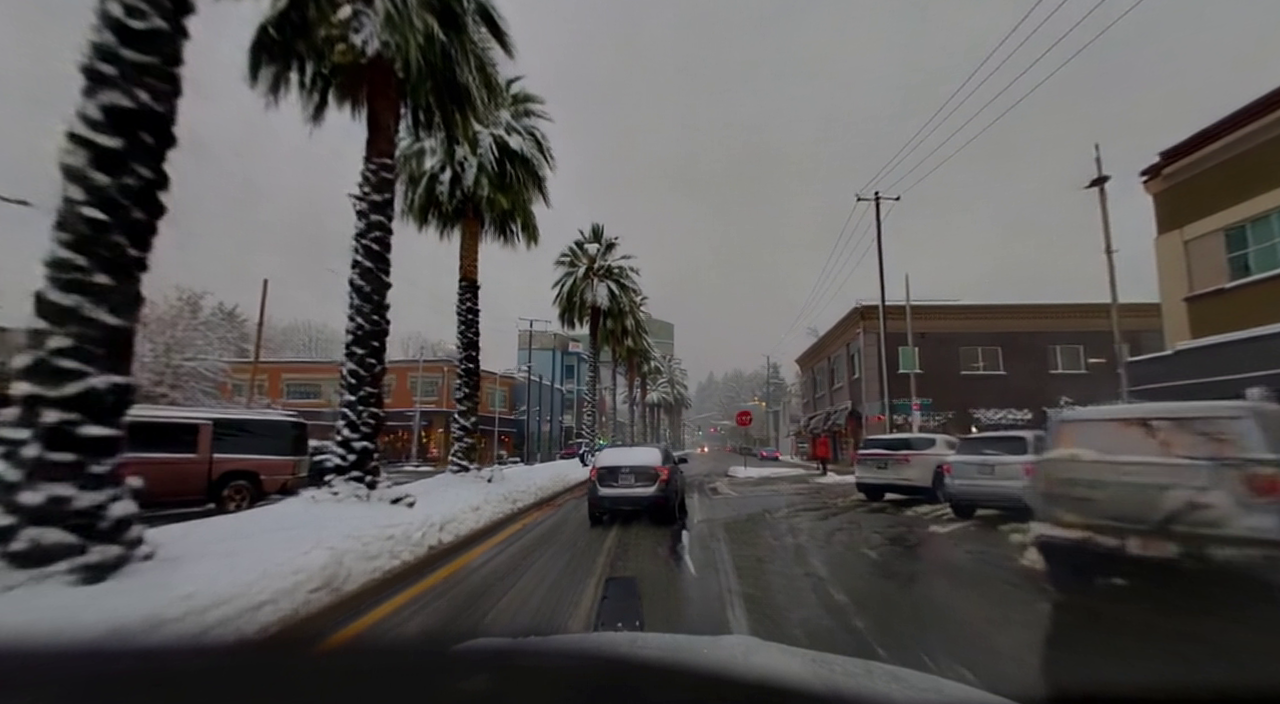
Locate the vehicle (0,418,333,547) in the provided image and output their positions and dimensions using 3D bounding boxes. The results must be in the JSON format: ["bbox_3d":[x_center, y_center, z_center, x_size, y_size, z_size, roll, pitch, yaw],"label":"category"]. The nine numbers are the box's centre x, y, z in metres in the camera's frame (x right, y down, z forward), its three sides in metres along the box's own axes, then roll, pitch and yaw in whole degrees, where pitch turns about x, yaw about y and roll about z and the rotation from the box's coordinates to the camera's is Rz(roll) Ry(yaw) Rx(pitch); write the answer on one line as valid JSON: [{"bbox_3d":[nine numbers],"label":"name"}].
[{"bbox_3d":[-10.141,2.363,12.269,6.873,2.051,2.823,7,-10,-44],"label":"vehicle"}]

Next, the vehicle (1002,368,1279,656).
[{"bbox_3d":[5.602,1.244,5.699,5.021,1.721,2.244,7,-11,-38],"label":"vehicle"}]

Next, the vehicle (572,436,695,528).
[{"bbox_3d":[0.035,2.435,12.416,2.031,1.479,3.969,-1,-9,4],"label":"vehicle"}]

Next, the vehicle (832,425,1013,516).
[{"bbox_3d":[6.358,2.532,13.956,4.623,1.650,1.937,8,-12,-43],"label":"vehicle"}]
